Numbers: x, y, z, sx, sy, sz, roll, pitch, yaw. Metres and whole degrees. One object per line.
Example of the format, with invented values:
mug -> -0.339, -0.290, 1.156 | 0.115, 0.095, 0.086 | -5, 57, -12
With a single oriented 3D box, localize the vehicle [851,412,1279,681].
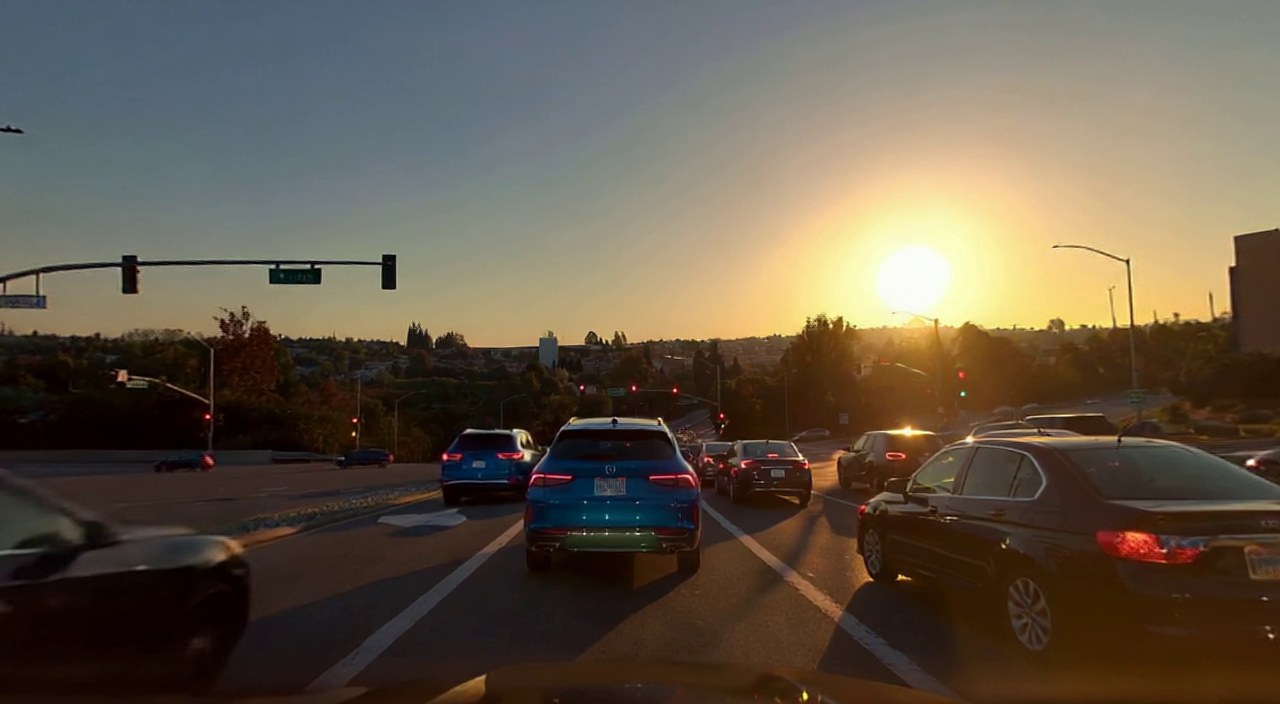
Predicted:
vehicle -> 3.621, 1.393, 5.699 | 1.861, 1.478, 4.185 | 0, -8, -2

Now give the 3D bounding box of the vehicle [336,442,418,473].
vehicle -> -16.601, 6.651, 39.894 | 4.446, 1.821, 2.276 | -4, -9, 23

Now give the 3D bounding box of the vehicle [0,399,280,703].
vehicle -> -3.160, 0.836, 1.578 | 2.077, 1.493, 4.281 | 0, -9, -2

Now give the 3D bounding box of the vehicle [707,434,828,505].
vehicle -> 2.976, 2.853, 15.766 | 1.950, 1.506, 4.086 | 0, -8, -3

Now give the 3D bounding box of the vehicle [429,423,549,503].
vehicle -> -3.807, 2.904, 16.950 | 2.186, 1.794, 4.972 | 0, -8, -3

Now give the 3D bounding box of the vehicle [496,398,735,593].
vehicle -> -0.271, 1.554, 7.613 | 2.101, 1.707, 3.904 | 0, -8, -2
